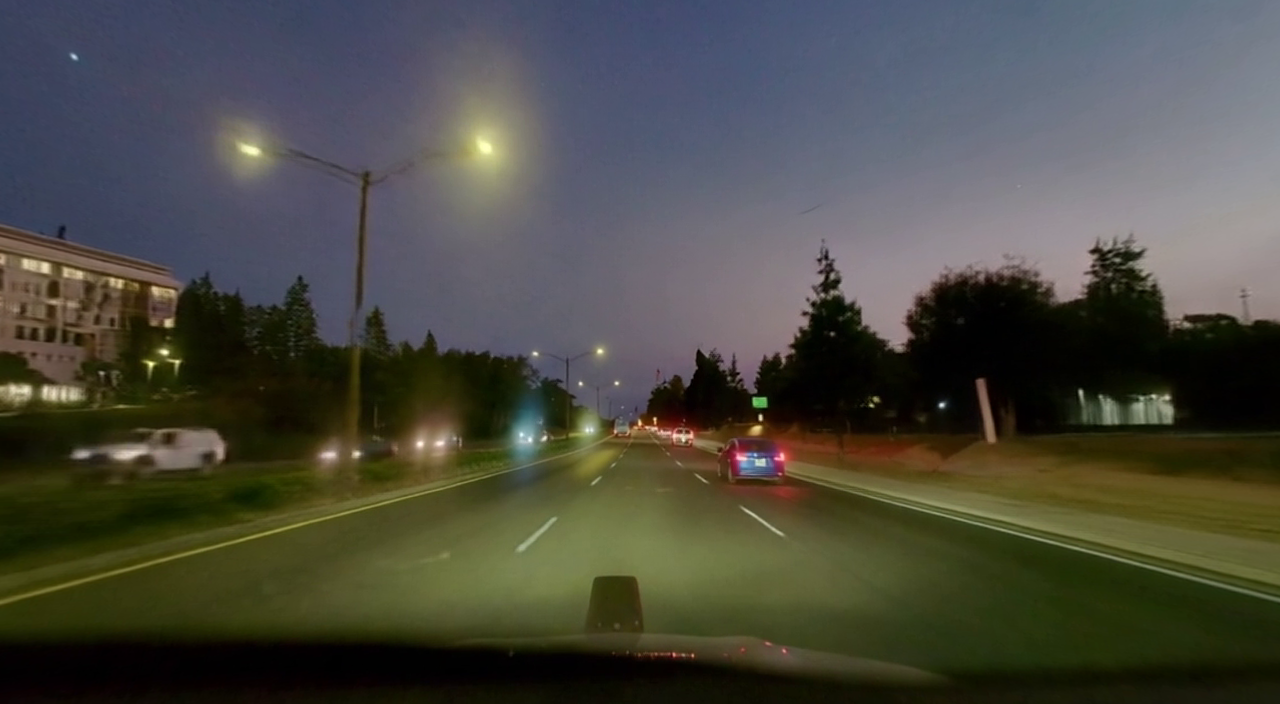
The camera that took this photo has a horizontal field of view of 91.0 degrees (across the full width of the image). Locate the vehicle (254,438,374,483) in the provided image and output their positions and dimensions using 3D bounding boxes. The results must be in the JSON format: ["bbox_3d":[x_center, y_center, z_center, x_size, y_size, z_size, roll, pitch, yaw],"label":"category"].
[{"bbox_3d":[-11.835,3.952,23.298,1.909,1.486,4.590,0,-9,1],"label":"vehicle"}]

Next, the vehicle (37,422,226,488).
[{"bbox_3d":[-18.872,3.856,23.909,2.375,2.173,5.733,0,-9,0],"label":"vehicle"}]

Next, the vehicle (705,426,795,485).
[{"bbox_3d":[3.450,3.360,20.722,2.110,1.712,4.489,0,-9,-1],"label":"vehicle"}]
